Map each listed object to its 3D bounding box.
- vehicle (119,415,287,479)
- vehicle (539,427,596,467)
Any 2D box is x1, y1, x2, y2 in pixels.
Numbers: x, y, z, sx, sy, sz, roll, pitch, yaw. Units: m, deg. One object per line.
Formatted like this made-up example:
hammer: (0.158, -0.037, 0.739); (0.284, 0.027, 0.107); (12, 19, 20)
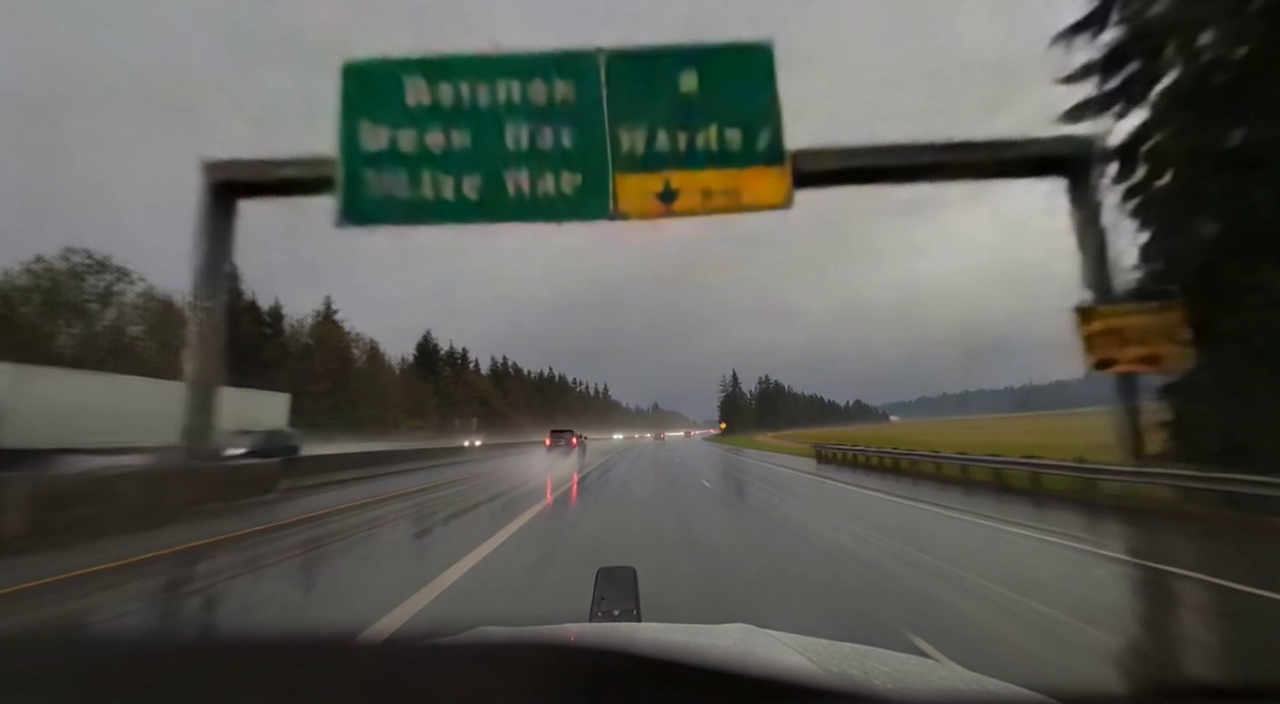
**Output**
vehicle: (-16.591, 3.640, 24.501); (2.299, 2.146, 5.917); (0, -8, 0)
vehicle: (-3.221, 4.298, 28.686); (2.084, 1.654, 4.080); (0, -8, 0)
